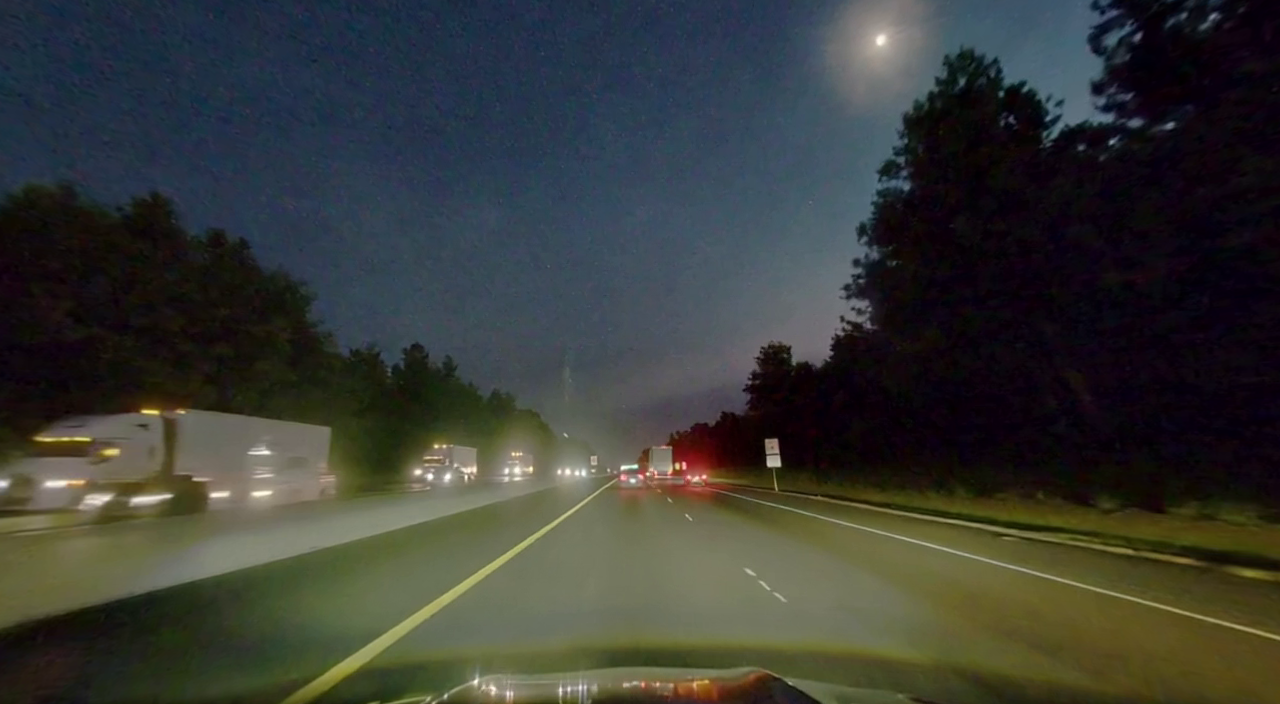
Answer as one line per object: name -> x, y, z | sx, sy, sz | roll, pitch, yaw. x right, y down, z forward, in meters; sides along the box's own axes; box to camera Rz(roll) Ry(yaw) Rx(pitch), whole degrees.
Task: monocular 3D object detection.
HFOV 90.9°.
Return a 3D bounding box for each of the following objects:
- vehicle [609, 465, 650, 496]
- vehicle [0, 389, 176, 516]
vehicle -> -0.544, 6.702, 33.046 | 2.010, 1.436, 3.973 | 1, -10, -1
vehicle -> -20.041, 3.542, 22.014 | 3.080, 3.824, 5.623 | 1, -10, -1
